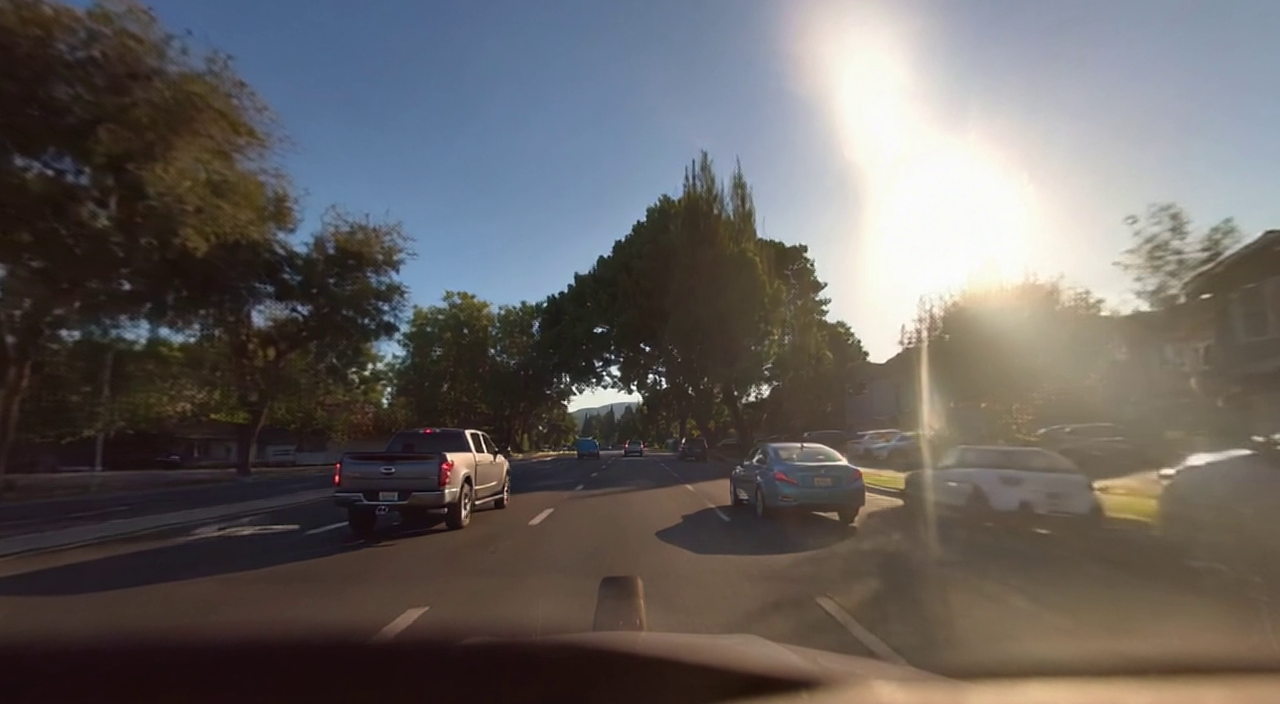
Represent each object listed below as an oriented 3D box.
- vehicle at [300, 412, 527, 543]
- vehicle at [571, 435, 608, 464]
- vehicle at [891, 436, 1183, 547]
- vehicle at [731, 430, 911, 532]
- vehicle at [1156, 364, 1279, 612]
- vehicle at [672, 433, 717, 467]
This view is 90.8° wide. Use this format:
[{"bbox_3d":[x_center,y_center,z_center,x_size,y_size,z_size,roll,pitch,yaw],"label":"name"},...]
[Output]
[{"bbox_3d":[-3.547,2.090,11.258,2.111,1.745,5.274,-1,-8,0],"label":"vehicle"},{"bbox_3d":[-3.456,6.750,43.831,2.218,1.829,4.492,-1,-8,0],"label":"vehicle"},{"bbox_3d":[6.267,2.220,10.841,1.940,1.445,4.629,-1,-9,-1],"label":"vehicle"},{"bbox_3d":[2.969,2.204,11.417,1.884,1.463,4.195,0,-8,-2],"label":"vehicle"},{"bbox_3d":[6.315,0.936,3.998,2.012,2.032,4.728,-1,-8,0],"label":"vehicle"},{"bbox_3d":[3.125,5.747,37.147,2.099,1.845,4.363,0,-8,-2],"label":"vehicle"}]
